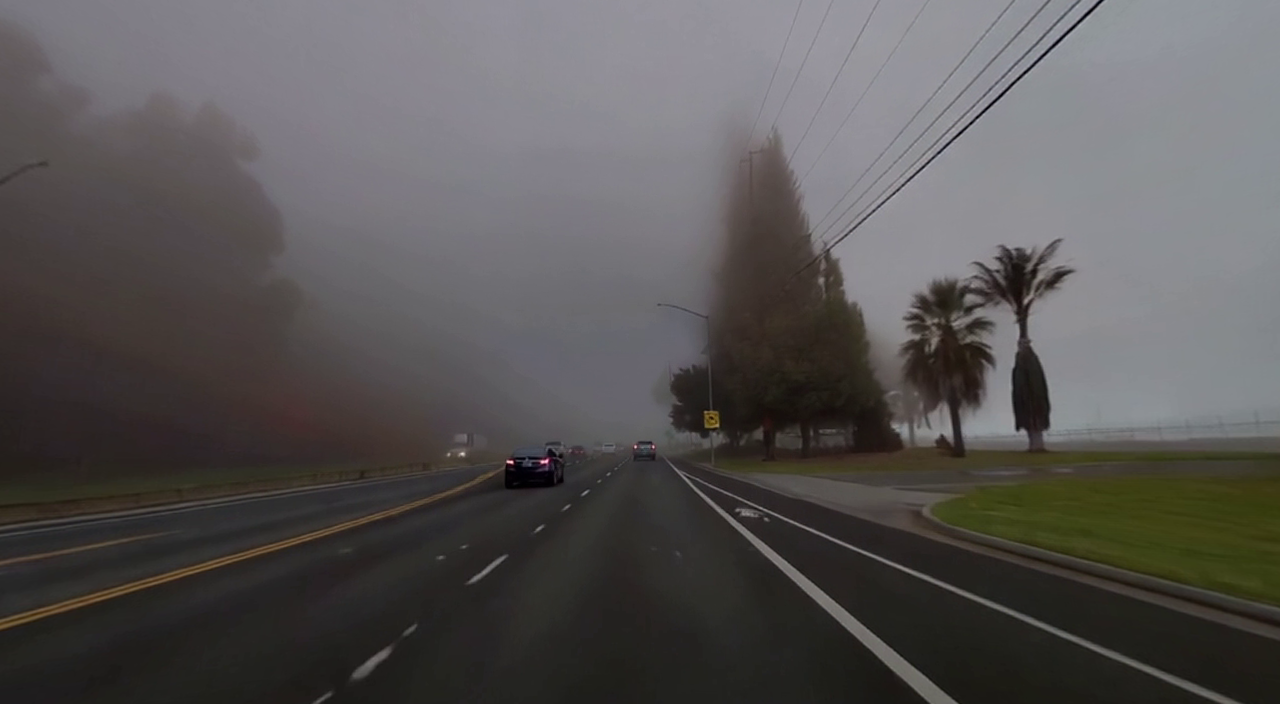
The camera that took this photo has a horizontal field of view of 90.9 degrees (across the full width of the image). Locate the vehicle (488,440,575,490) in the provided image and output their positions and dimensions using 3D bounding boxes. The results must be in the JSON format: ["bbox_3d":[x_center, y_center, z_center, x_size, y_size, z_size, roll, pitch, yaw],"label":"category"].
[{"bbox_3d":[-3.402,3.627,20.558,1.982,1.451,4.152,0,-9,2],"label":"vehicle"}]

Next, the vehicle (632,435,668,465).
[{"bbox_3d":[0.594,6.249,40.107,2.155,1.781,3.977,0,-9,0],"label":"vehicle"}]
